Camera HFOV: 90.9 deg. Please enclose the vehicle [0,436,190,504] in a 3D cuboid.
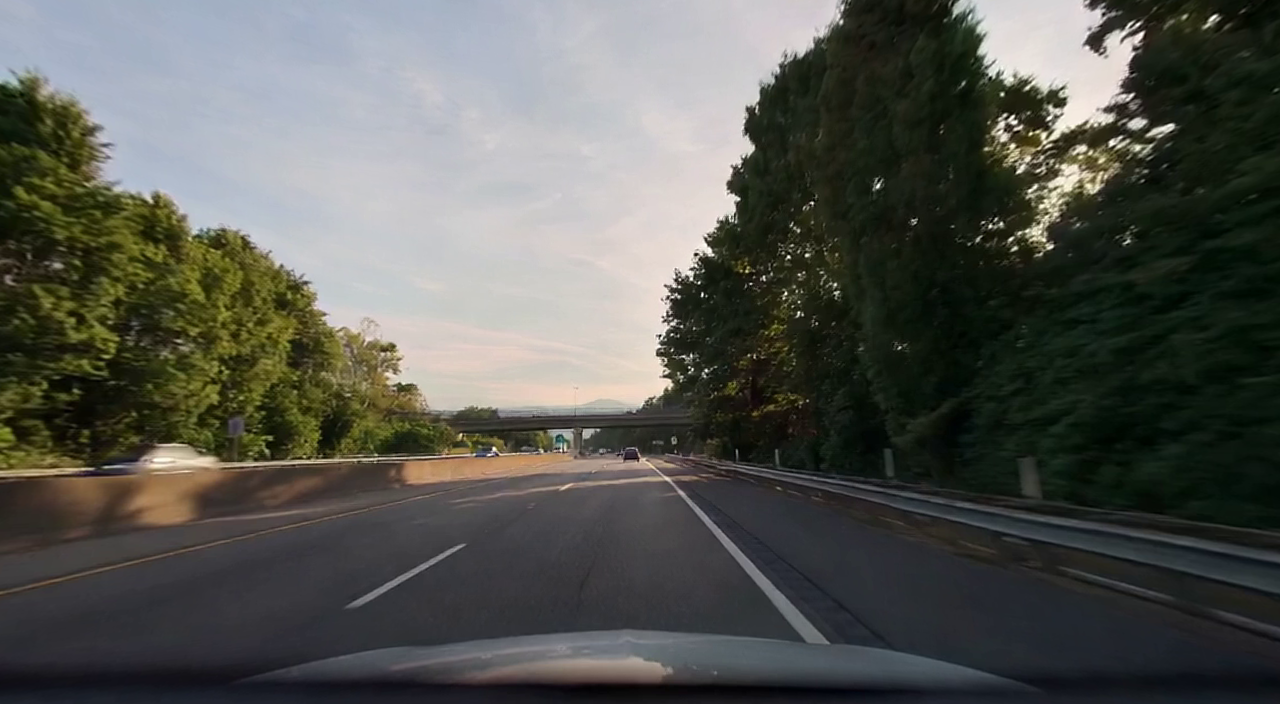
[{"bbox_3d":[-14.213,3.000,16.396,1.881,1.513,4.207,0,-9,0],"label":"vehicle"}]
